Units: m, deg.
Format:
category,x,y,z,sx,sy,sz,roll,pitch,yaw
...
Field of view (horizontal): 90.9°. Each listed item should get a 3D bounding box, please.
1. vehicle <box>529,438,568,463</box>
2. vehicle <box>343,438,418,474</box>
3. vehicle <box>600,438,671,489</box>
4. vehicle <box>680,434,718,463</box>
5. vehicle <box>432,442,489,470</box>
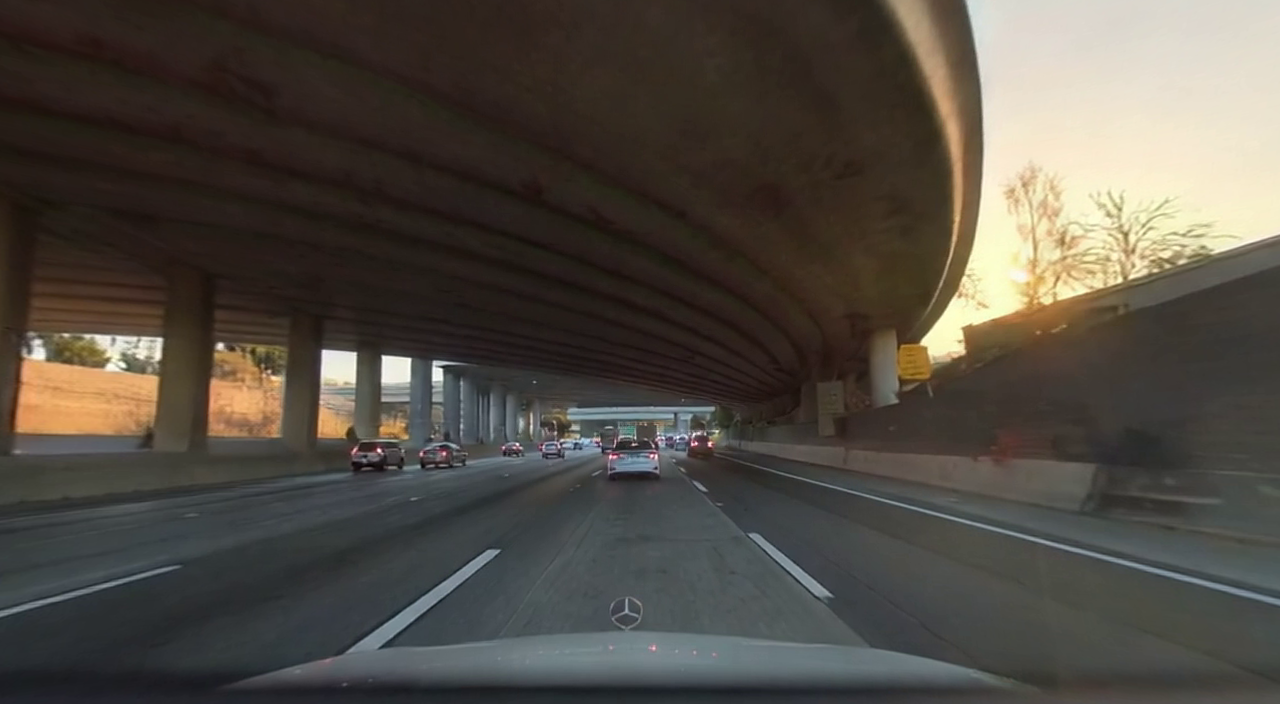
category,x,y,z,sx,sy,sz,roll,pitch,yaw
vehicle,-6.485,7.018,45.170,2.060,1.669,4.242,0,-8,1
vehicle,-13.569,5.459,33.319,2.045,1.712,4.457,0,-8,1
vehicle,-0.090,3.542,20.354,2.042,1.446,4.269,0,-8,1
vehicle,3.765,6.309,41.211,2.001,1.771,4.250,0,-8,-1
vehicle,-10.283,5.970,36.452,1.961,1.510,4.260,0,-8,1
